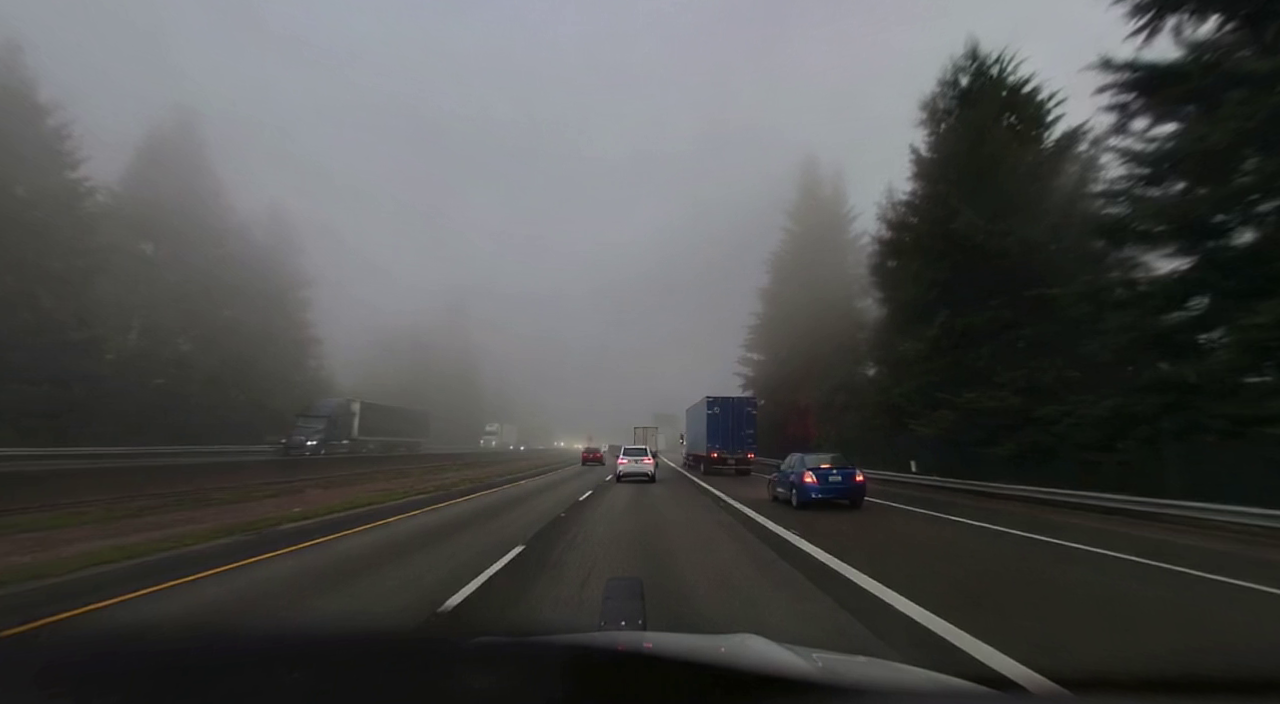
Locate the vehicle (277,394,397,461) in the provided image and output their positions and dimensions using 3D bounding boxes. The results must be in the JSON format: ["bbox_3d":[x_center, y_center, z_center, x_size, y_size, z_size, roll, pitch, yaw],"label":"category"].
[{"bbox_3d":[-19.894,5.259,42.398,2.933,3.979,10.057,0,-9,0],"label":"vehicle"}]

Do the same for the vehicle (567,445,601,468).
[{"bbox_3d":[-3.762,7.150,43.300,1.913,1.444,4.360,0,-9,0],"label":"vehicle"}]

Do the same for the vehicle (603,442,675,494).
[{"bbox_3d":[-0.033,3.718,20.523,2.089,1.516,4.191,0,-9,0],"label":"vehicle"}]

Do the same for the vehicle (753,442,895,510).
[{"bbox_3d":[4.186,2.903,15.191,2.037,1.377,4.407,0,-9,-1],"label":"vehicle"}]

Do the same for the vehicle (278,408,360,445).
[{"bbox_3d":[-20.039,4.743,39.663,2.268,2.025,5.234,-1,-10,1],"label":"vehicle"}]

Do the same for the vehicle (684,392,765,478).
[{"bbox_3d":[4.495,5.013,36.933,2.877,4.035,13.897,0,-9,0],"label":"vehicle"}]
